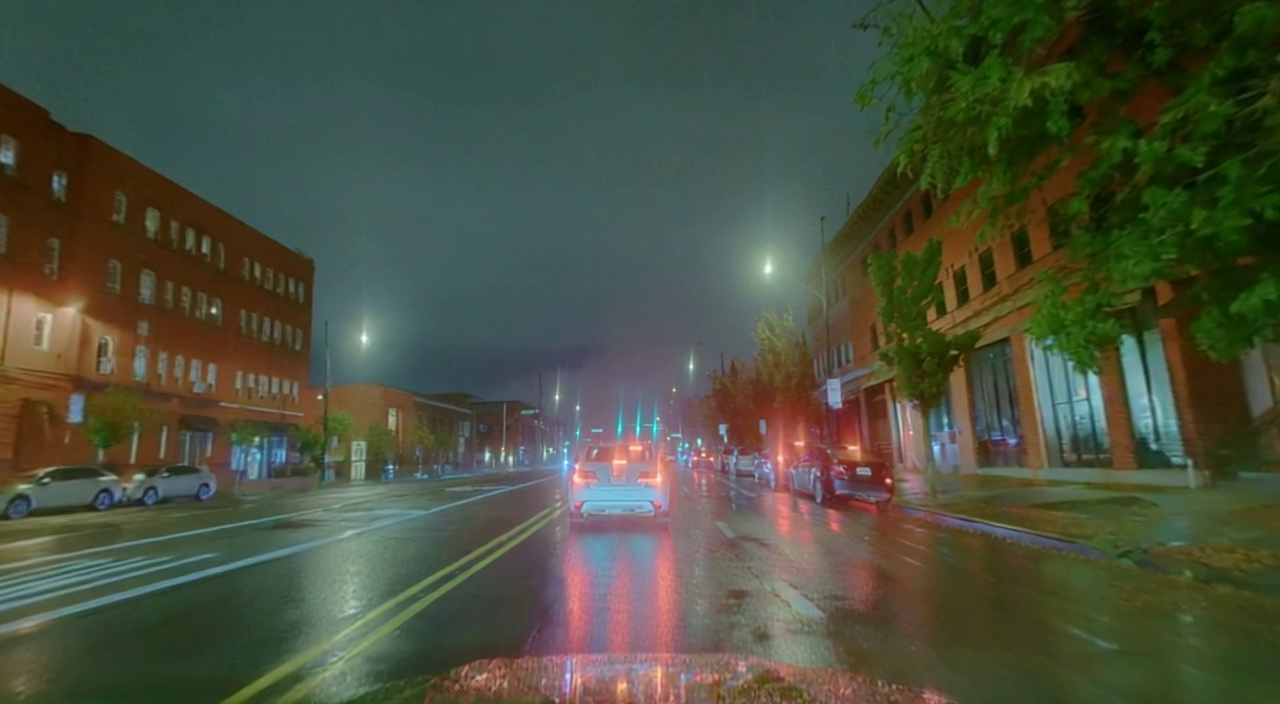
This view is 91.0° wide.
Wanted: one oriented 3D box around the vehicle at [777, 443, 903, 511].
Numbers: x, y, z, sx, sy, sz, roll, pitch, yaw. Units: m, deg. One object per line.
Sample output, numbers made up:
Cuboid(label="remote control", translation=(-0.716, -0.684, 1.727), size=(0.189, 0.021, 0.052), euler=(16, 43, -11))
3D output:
Cuboid(label="vehicle", translation=(4.931, 3.110, 16.162), size=(1.832, 1.491, 4.054), euler=(1, -9, -1))

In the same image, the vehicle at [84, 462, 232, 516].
Cuboid(label="vehicle", translation=(-17.977, 5.097, 23.832), size=(2.011, 1.727, 4.449), euler=(1, -9, 0))

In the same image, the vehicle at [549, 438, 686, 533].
Cuboid(label="vehicle", translation=(-0.369, 2.491, 12.353), size=(2.230, 1.518, 4.113), euler=(0, -9, 0))

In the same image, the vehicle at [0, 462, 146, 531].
Cuboid(label="vehicle", translation=(-17.596, 4.173, 18.764), size=(1.909, 1.658, 4.559), euler=(0, -9, 1))
